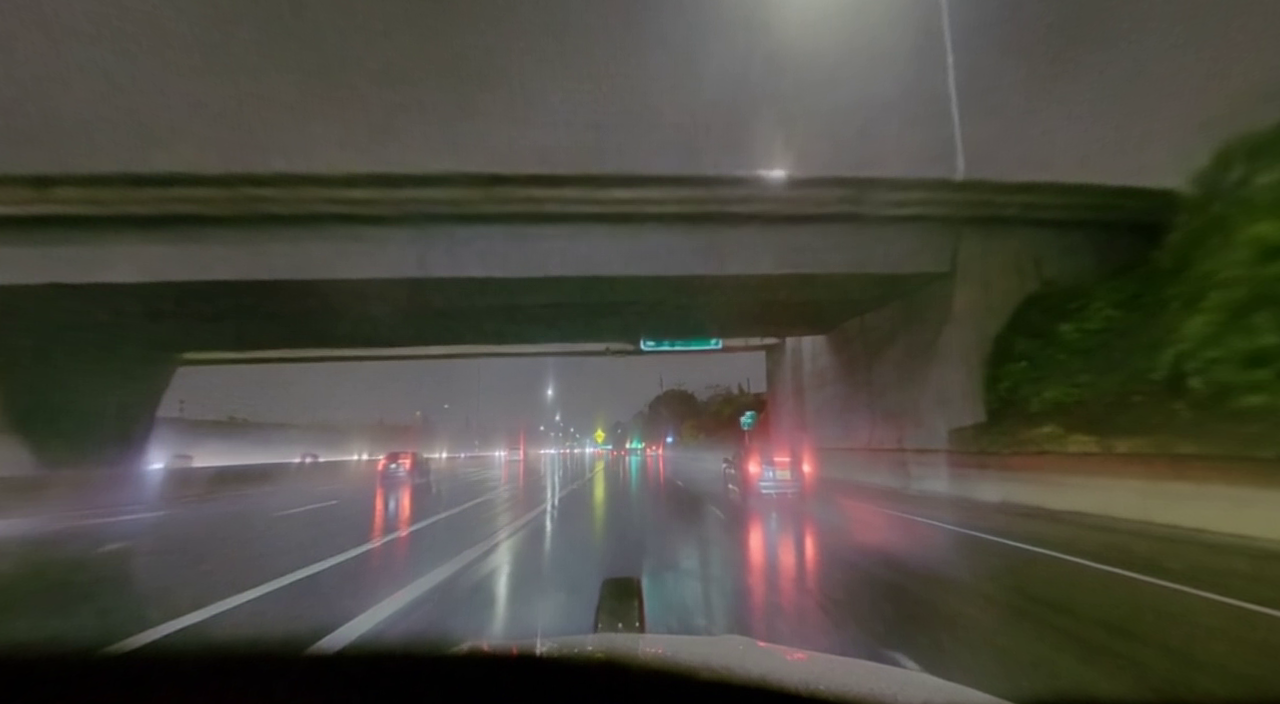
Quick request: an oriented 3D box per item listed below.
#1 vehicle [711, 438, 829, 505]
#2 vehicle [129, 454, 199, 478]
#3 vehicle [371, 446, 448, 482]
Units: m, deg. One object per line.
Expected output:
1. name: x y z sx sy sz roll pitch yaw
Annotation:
1. vehicle: 3.258 3.106 16.748 2.079 1.535 4.316 0 -9 -2
2. vehicle: -34.853 8.331 46.231 1.865 1.601 4.387 1 -9 -3
3. vehicle: -10.818 5.297 30.007 2.072 1.545 4.687 1 -9 -3
